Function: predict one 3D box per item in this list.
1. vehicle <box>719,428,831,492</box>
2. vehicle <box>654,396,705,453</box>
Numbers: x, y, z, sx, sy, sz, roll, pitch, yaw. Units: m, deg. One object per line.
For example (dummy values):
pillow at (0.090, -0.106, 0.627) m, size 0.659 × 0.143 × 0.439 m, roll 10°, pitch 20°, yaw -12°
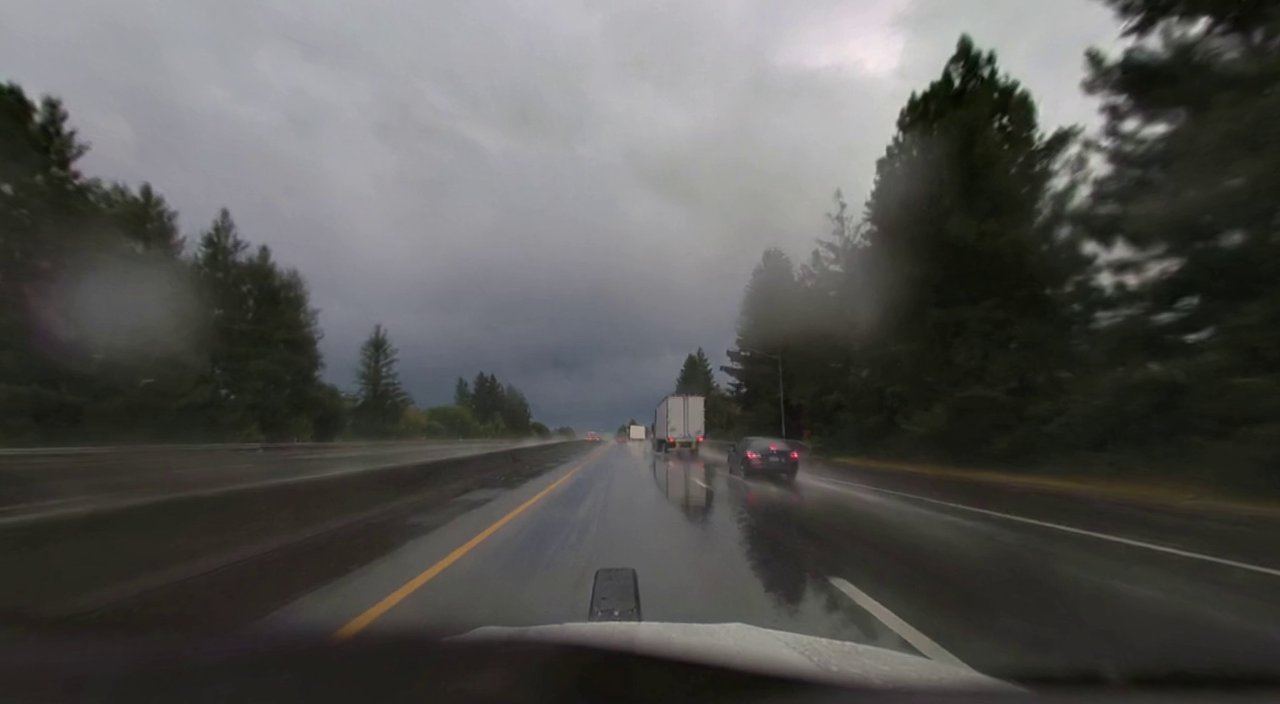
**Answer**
vehicle at (3.467, 2.833, 16.969) m, size 1.984 × 1.482 × 3.833 m, roll 0°, pitch -8°, yaw -3°
vehicle at (2.891, 5.851, 49.984) m, size 2.911 × 3.994 × 10.840 m, roll 0°, pitch -8°, yaw -2°
